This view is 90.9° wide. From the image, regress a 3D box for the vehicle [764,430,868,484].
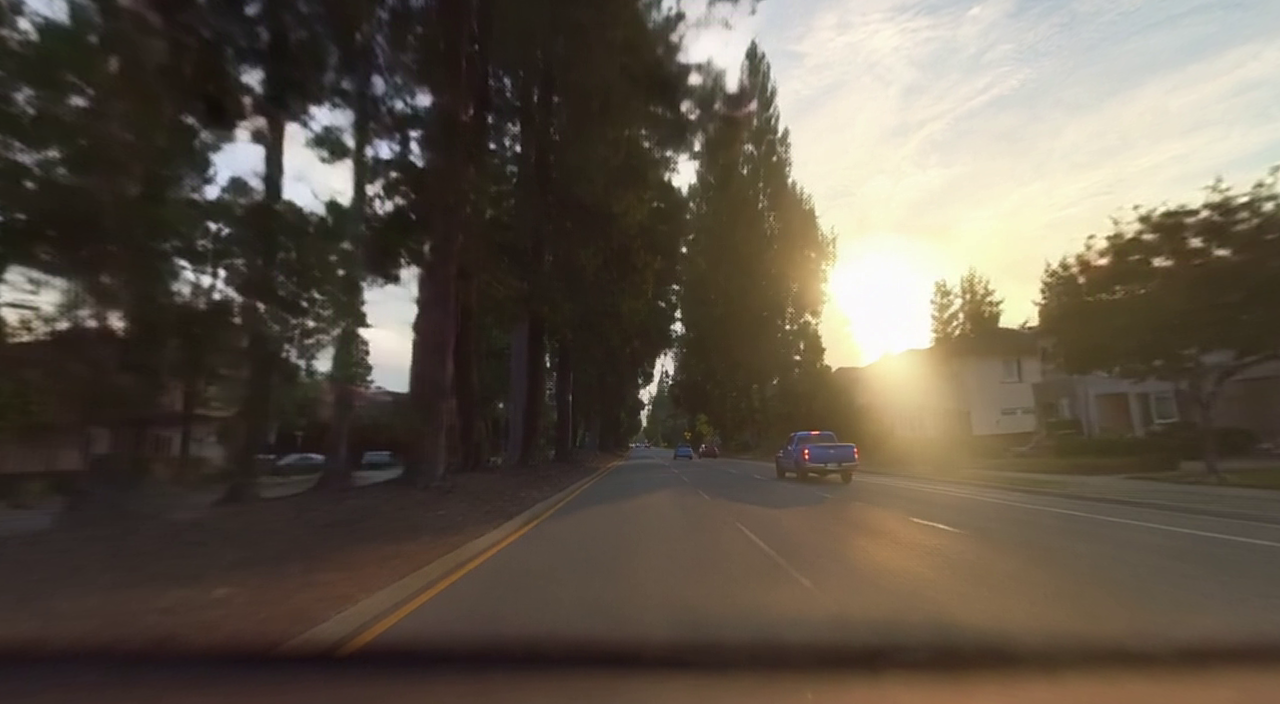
[{"bbox_3d":[6.481,3.954,24.088,2.262,1.769,5.666,0,-8,-1],"label":"vehicle"}]
